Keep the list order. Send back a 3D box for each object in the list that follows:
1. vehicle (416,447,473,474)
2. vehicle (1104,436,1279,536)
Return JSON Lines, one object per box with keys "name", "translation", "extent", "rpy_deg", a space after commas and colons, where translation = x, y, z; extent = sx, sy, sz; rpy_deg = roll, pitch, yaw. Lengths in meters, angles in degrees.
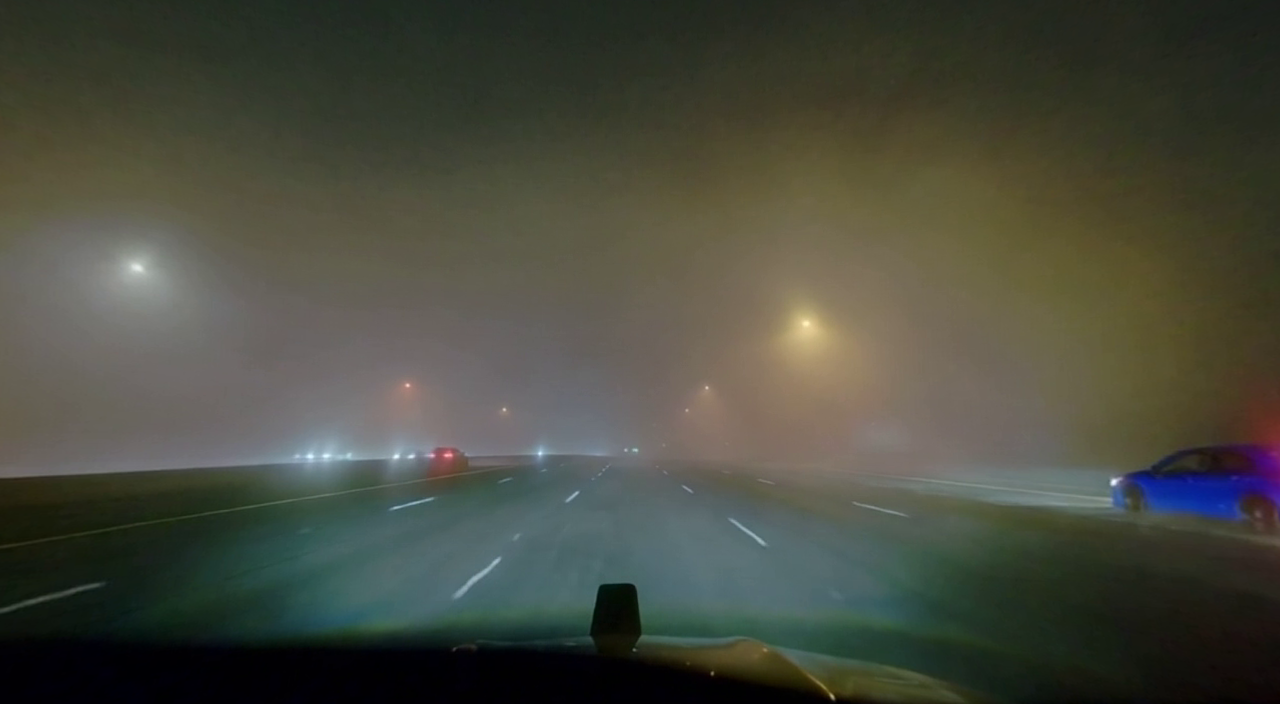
{"name": "vehicle", "translation": [-11.403, 6.320, 37.177], "extent": [1.921, 1.452, 4.429], "rpy_deg": [0, -9, 0]}
{"name": "vehicle", "translation": [10.617, 2.197, 10.731], "extent": [1.985, 1.493, 4.486], "rpy_deg": [0, -9, -1]}
